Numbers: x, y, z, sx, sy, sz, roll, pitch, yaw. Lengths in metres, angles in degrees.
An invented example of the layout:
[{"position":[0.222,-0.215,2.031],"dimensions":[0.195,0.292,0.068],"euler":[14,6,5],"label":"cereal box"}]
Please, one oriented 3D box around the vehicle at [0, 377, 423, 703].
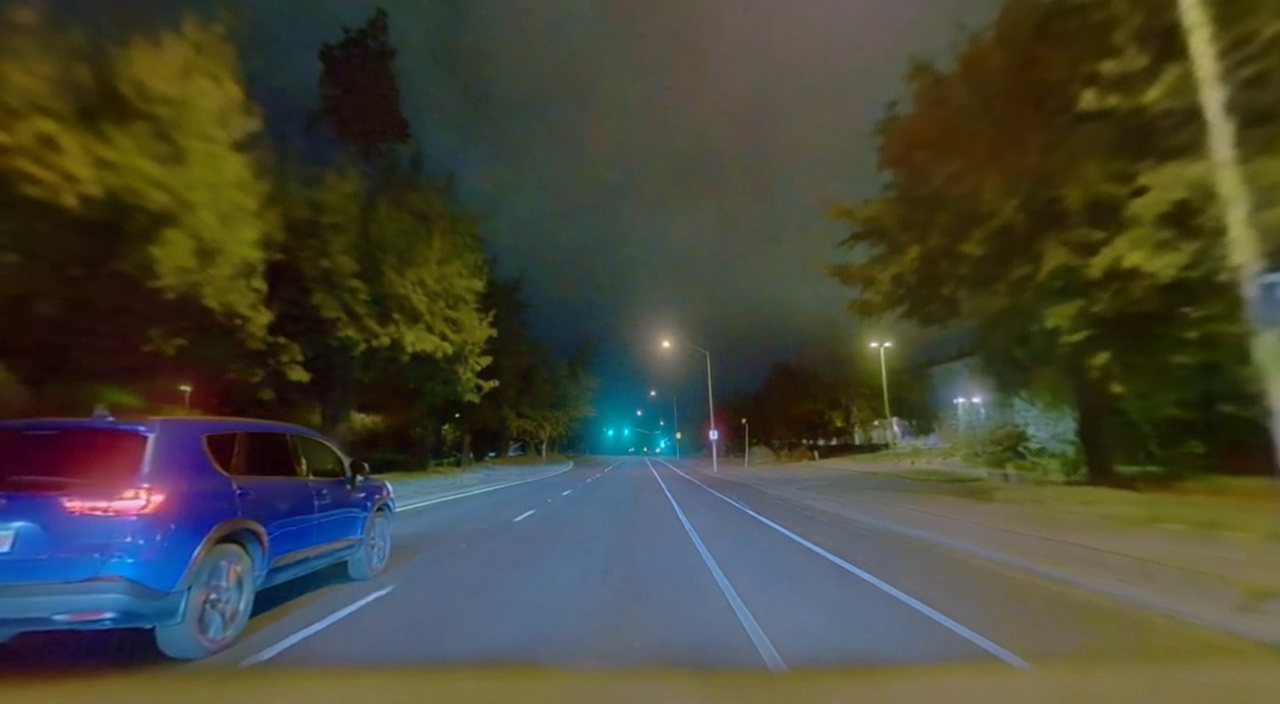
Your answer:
[{"position":[-3.706,1.323,5.403],"dimensions":[2.121,1.724,4.392],"euler":[0,-9,0],"label":"vehicle"}]
